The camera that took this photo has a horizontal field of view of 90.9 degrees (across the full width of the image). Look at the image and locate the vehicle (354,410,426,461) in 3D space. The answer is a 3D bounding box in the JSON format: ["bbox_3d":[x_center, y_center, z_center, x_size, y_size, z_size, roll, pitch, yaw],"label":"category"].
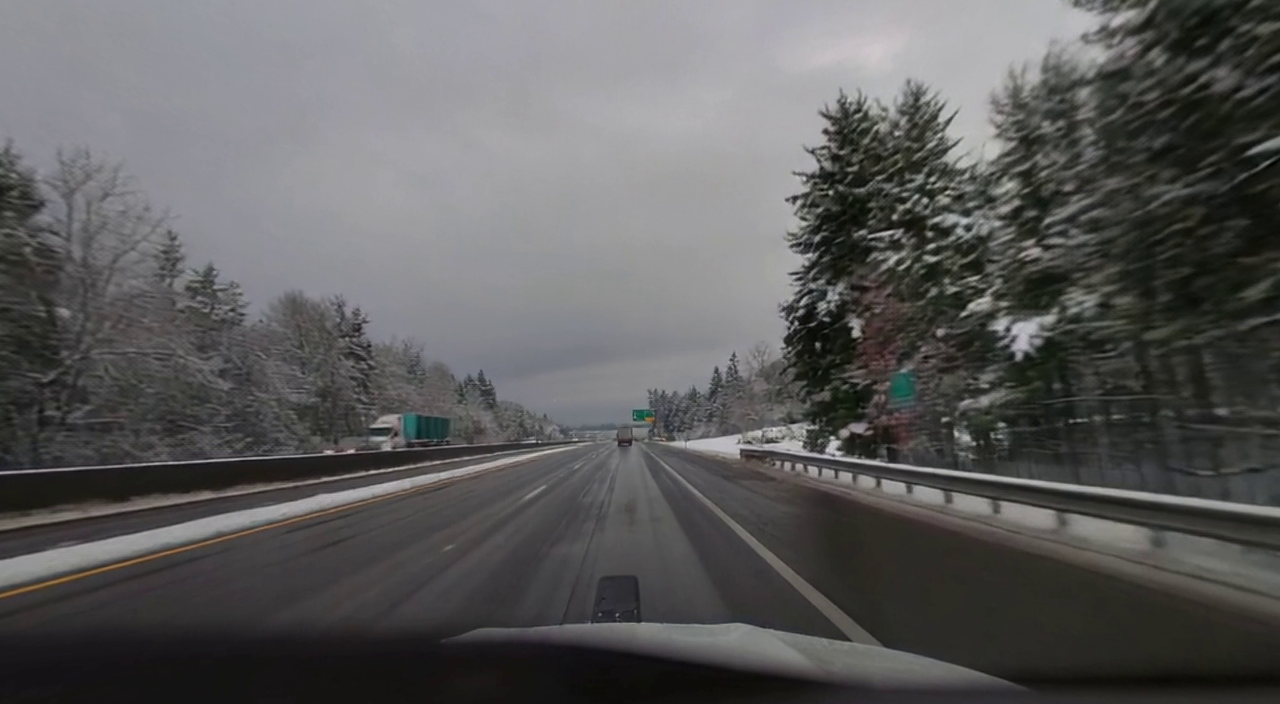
[{"bbox_3d":[-17.921,6.009,45.539,2.903,3.412,5.821,0,-7,-2],"label":"vehicle"}]

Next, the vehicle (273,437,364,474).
[{"bbox_3d":[-13.134,4.233,26.002,1.734,1.379,3.833,0,-7,-1],"label":"vehicle"}]
